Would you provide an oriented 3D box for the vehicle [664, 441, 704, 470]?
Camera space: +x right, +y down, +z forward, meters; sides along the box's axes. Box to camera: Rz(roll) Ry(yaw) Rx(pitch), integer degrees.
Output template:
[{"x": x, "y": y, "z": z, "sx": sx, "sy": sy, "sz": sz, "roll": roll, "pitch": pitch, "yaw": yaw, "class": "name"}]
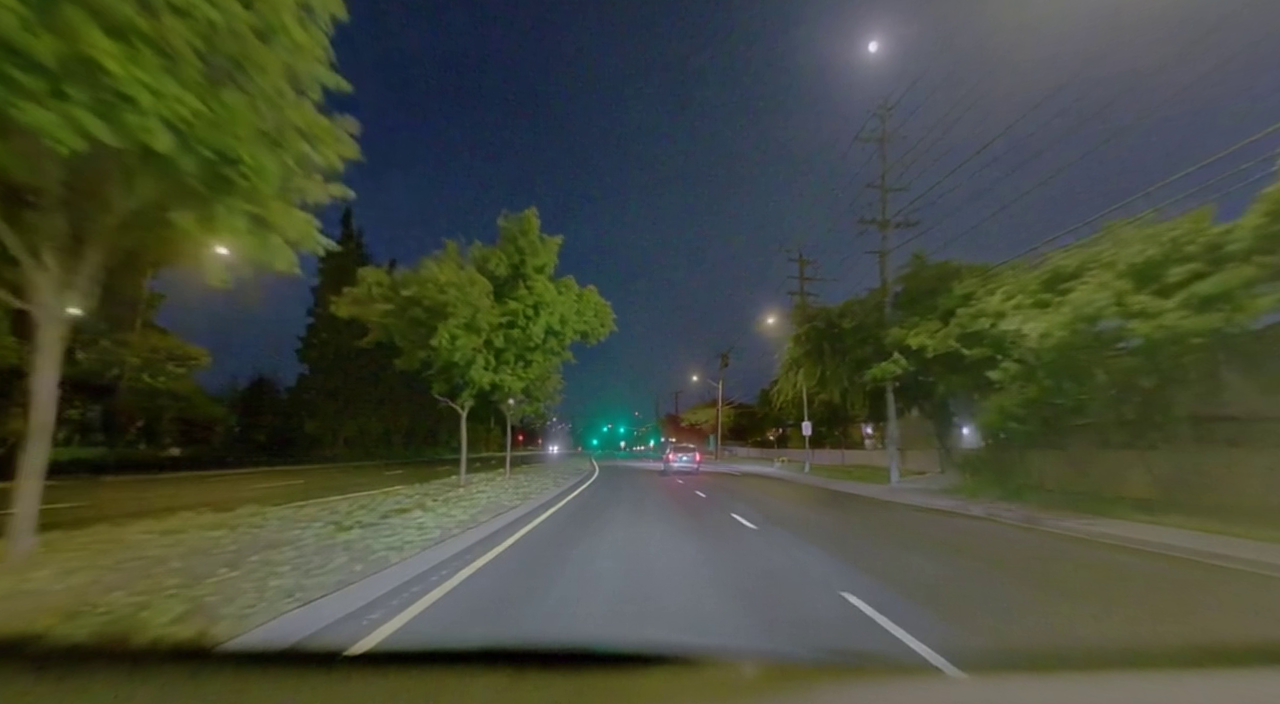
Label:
[{"x": 2.823, "y": 6.738, "z": 41.238, "sx": 2.240, "sy": 1.781, "sz": 4.433, "roll": 0, "pitch": -8, "yaw": -1, "class": "vehicle"}]
